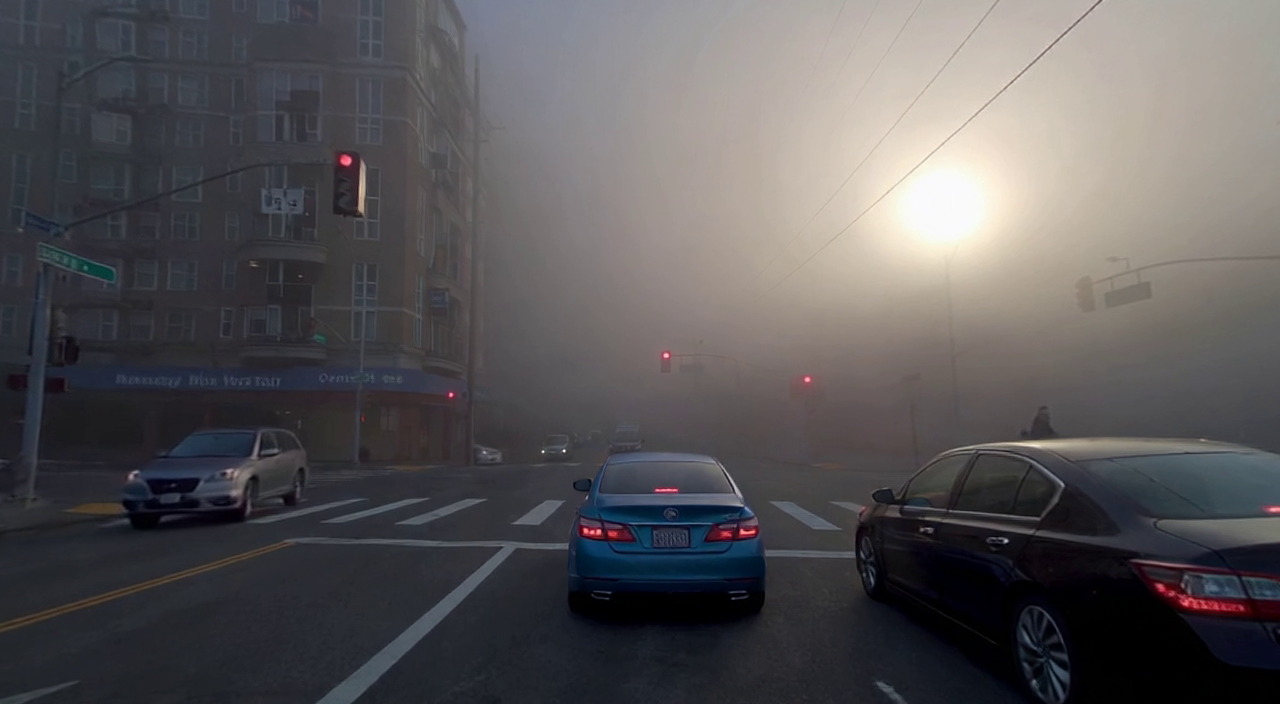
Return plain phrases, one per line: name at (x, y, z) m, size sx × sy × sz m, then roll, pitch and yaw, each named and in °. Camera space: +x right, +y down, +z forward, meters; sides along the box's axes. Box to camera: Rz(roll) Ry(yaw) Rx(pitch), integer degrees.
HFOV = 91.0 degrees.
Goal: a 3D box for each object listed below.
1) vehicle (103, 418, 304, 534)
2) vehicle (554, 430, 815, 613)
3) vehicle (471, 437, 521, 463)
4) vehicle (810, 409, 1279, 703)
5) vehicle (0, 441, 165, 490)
vehicle at (-8.940, 2.523, 13.655) m, size 2.338 × 1.889 × 5.998 m, roll 4°, pitch -9°, yaw -23°
vehicle at (0.277, 1.686, 7.245) m, size 2.132 × 1.464 × 4.089 m, roll 0°, pitch -8°, yaw -3°
vehicle at (-9.518, 6.532, 41.971) m, size 2.030 × 1.596 × 3.912 m, roll -1°, pitch -8°, yaw 7°
vehicle at (2.820, 1.287, 4.568) m, size 1.961 × 1.498 × 4.356 m, roll 0°, pitch -8°, yaw 0°
vehicle at (-19.626, 3.912, 21.850) m, size 4.688 × 1.612 × 1.938 m, roll 0°, pitch -8°, yaw 2°
